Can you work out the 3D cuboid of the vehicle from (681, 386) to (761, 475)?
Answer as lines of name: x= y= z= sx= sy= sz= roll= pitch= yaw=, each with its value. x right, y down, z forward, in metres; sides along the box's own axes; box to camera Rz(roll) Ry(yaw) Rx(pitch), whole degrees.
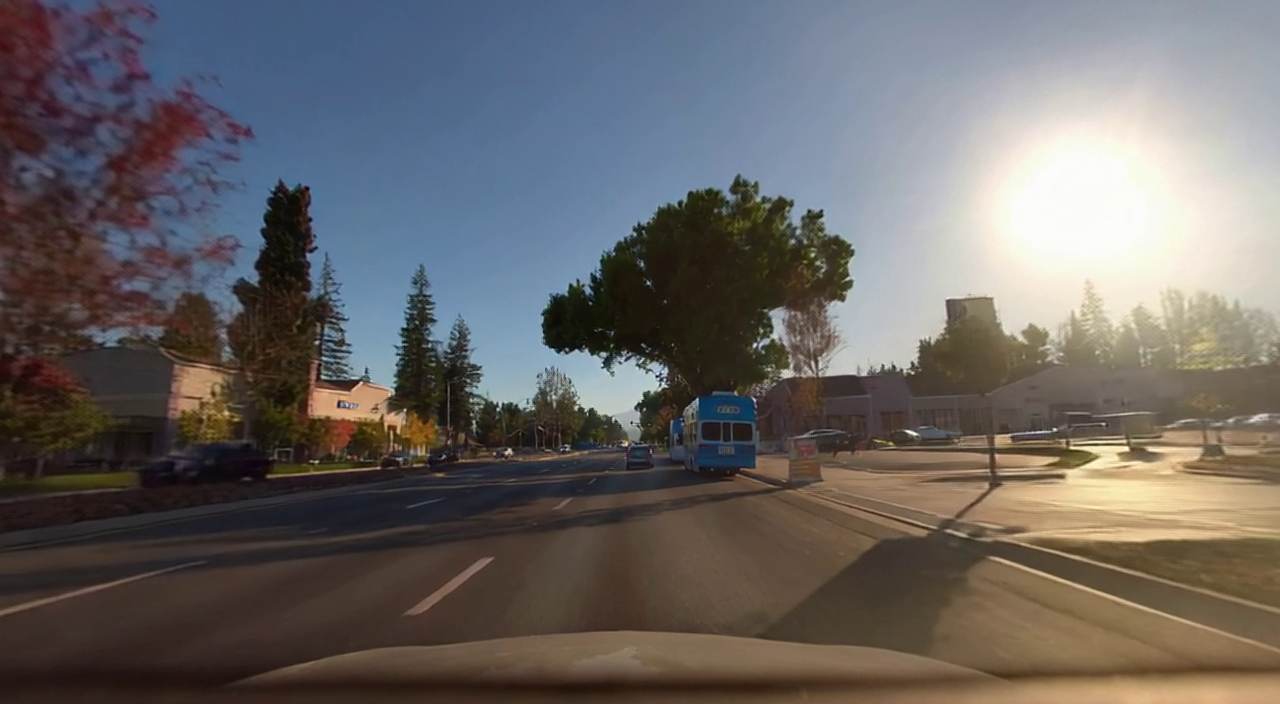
vehicle: x=3.875 y=4.127 z=32.310 sx=2.896 sy=3.921 sz=8.415 roll=0 pitch=-9 yaw=0

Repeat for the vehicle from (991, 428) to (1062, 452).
vehicle: x=25.918 y=5.900 z=42.380 sx=4.196 sy=1.520 sz=1.953 roll=4 pitch=-10 yaw=-25

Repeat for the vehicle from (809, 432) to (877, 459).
vehicle: x=13.722 y=6.334 z=42.766 sx=4.037 sy=1.538 sz=1.912 roll=-7 pitch=-10 yaw=25

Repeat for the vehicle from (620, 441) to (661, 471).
vehicle: x=0.002 y=5.713 z=34.832 sx=2.103 sy=1.506 sz=4.742 roll=0 pitch=-9 yaw=-1

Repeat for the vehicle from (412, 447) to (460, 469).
vehicle: x=-14.682 y=7.664 z=45.718 sx=1.836 sy=1.498 sz=4.518 roll=0 pitch=-9 yaw=1

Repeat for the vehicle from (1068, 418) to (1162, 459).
vehicle: x=23.467 y=4.251 z=31.196 sx=4.430 sy=1.659 sz=1.905 roll=1 pitch=-10 yaw=-30

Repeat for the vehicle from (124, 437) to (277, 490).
vehicle: x=-15.031 y=3.825 z=22.003 sx=1.983 sy=1.630 sz=4.568 roll=0 pitch=-9 yaw=1
